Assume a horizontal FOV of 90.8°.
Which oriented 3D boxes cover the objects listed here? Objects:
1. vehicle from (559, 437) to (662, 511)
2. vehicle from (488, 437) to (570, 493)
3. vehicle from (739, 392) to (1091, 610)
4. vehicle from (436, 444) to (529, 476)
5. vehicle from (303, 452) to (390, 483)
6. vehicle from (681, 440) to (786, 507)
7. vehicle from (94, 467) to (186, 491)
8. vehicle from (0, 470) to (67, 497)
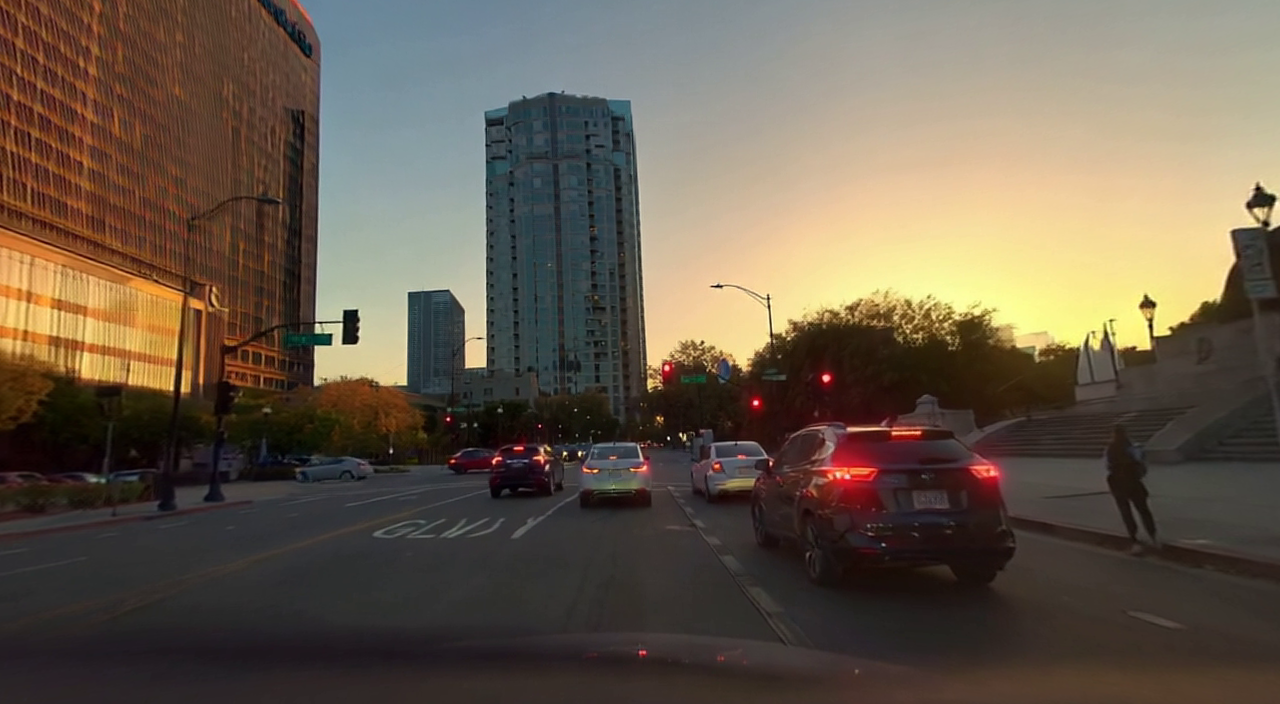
[{"bbox_3d":[-0.619,2.797,14.956,2.096,1.492,4.071,0,-9,-1],"label":"vehicle"},{"bbox_3d":[-3.591,3.742,21.321,2.045,1.633,4.864,0,-9,-2],"label":"vehicle"},{"bbox_3d":[2.616,1.558,7.483,2.096,1.775,4.440,0,-9,-1],"label":"vehicle"},{"bbox_3d":[-9.234,6.323,37.235,4.855,1.769,2.071,5,-10,-30],"label":"vehicle"},{"bbox_3d":[-18.462,7.206,39.797,4.612,1.752,1.953,6,-10,-35],"label":"vehicle"},{"bbox_3d":[2.230,3.034,16.253,1.943,1.449,4.202,0,-9,-1],"label":"vehicle"},{"bbox_3d":[-32.298,8.218,40.854,4.392,1.427,1.764,0,-9,-1],"label":"vehicle"},{"bbox_3d":[-40.160,8.500,40.889,4.224,1.622,1.808,0,-9,-1],"label":"vehicle"}]
